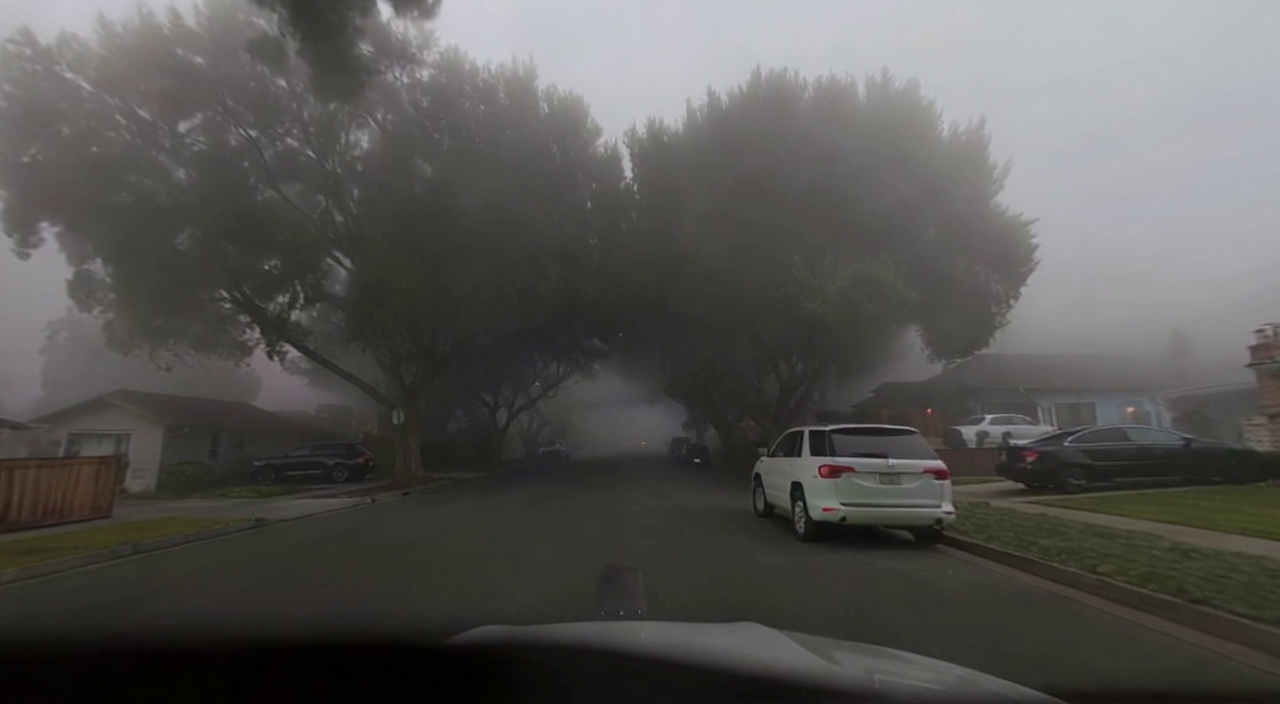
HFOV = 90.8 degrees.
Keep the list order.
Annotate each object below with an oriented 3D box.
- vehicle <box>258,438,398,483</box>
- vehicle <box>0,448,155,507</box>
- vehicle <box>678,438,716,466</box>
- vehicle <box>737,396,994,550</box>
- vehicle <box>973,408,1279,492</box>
[{"bbox_3d":[-13.228,4.608,27.012,4.928,1.797,1.981,0,-8,2],"label":"vehicle"},{"bbox_3d":[-16.238,3.417,17.480,4.276,1.463,1.832,-1,-8,7],"label":"vehicle"},{"bbox_3d":[3.336,5.970,37.795,2.016,1.567,4.228,0,-8,1],"label":"vehicle"},{"bbox_3d":[3.177,1.844,10.379,2.241,1.875,5.059,0,-8,-1],"label":"vehicle"},{"bbox_3d":[10.454,2.185,13.926,5.041,1.486,1.969,-5,-9,13],"label":"vehicle"}]
